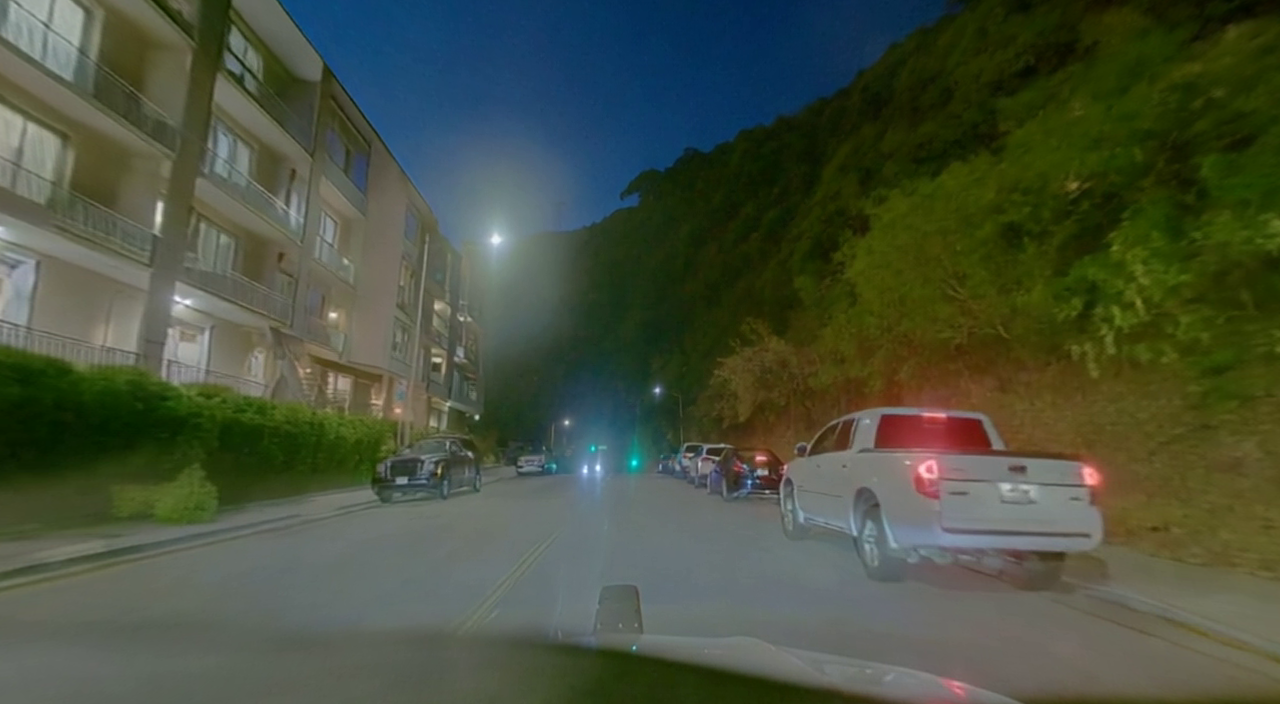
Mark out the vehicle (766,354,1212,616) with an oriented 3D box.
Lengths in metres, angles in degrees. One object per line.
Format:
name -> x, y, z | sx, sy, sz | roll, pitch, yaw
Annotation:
vehicle -> 3.462, 1.499, 8.026 | 2.482, 2.184, 5.383 | 0, -9, -1

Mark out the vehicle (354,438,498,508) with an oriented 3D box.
vehicle -> -6.354, 3.655, 19.634 | 2.374, 1.843, 5.638 | 0, -8, 1

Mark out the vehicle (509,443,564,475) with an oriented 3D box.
vehicle -> -6.676, 7.101, 41.341 | 2.692, 1.949, 5.948 | 0, -11, -1

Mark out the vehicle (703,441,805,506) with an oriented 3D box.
vehicle -> 3.042, 3.335, 17.799 | 1.926, 1.602, 4.433 | 0, -9, -2

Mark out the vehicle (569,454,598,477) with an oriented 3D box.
vehicle -> -3.907, 7.994, 44.247 | 1.856, 1.474, 4.522 | 1, -11, -3
